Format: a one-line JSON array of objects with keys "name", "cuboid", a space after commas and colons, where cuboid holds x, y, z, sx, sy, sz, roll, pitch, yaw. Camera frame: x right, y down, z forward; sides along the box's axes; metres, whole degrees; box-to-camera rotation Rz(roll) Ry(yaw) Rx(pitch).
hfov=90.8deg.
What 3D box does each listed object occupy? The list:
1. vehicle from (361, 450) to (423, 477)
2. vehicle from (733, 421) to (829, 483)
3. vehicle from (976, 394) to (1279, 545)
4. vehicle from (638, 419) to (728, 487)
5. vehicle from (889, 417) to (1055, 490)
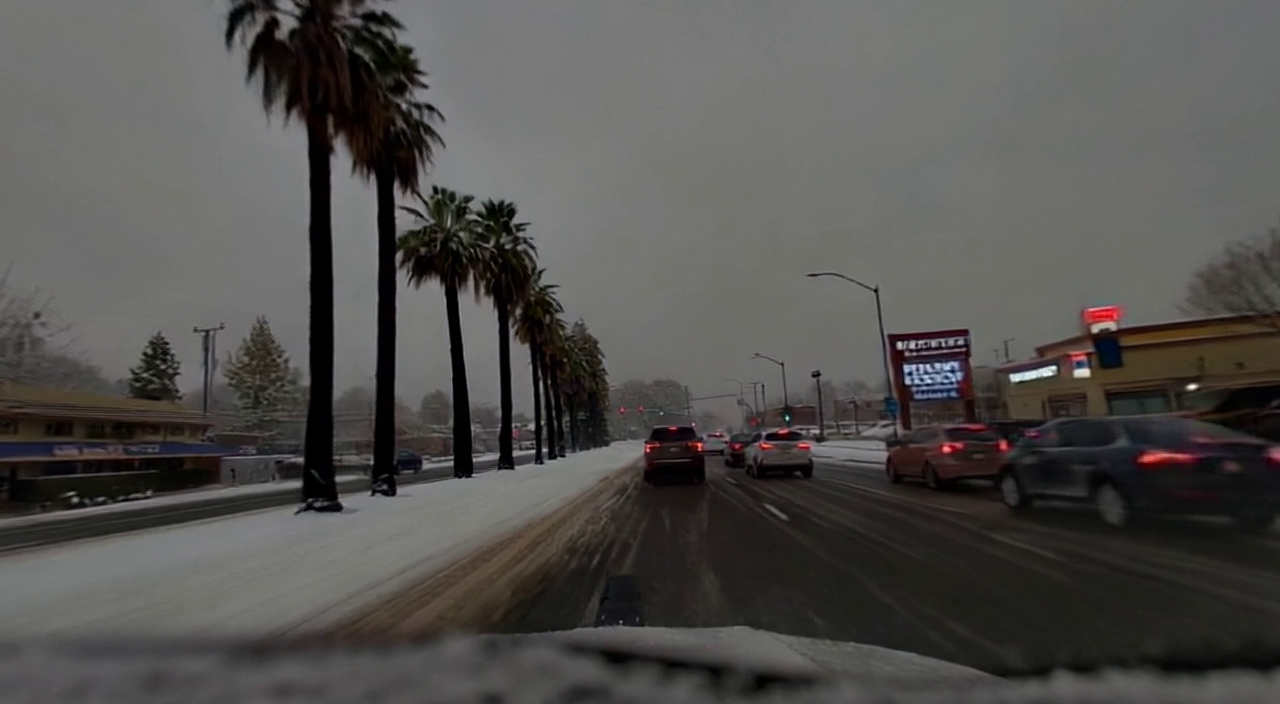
[{"name": "vehicle", "cuboid": [-15.564, 6.997, 39.887, 1.857, 1.446, 4.615, -3, -9, 3]}, {"name": "vehicle", "cuboid": [4.413, 3.241, 20.550, 2.187, 1.777, 4.444, 0, -9, 1]}, {"name": "vehicle", "cuboid": [7.347, 1.681, 9.572, 2.001, 1.692, 4.800, 0, -9, 2]}, {"name": "vehicle", "cuboid": [1.247, 3.106, 19.642, 2.428, 1.816, 4.959, 0, -9, 2]}, {"name": "vehicle", "cuboid": [8.492, 2.669, 16.745, 1.881, 1.658, 4.595, 0, -9, 0]}]
